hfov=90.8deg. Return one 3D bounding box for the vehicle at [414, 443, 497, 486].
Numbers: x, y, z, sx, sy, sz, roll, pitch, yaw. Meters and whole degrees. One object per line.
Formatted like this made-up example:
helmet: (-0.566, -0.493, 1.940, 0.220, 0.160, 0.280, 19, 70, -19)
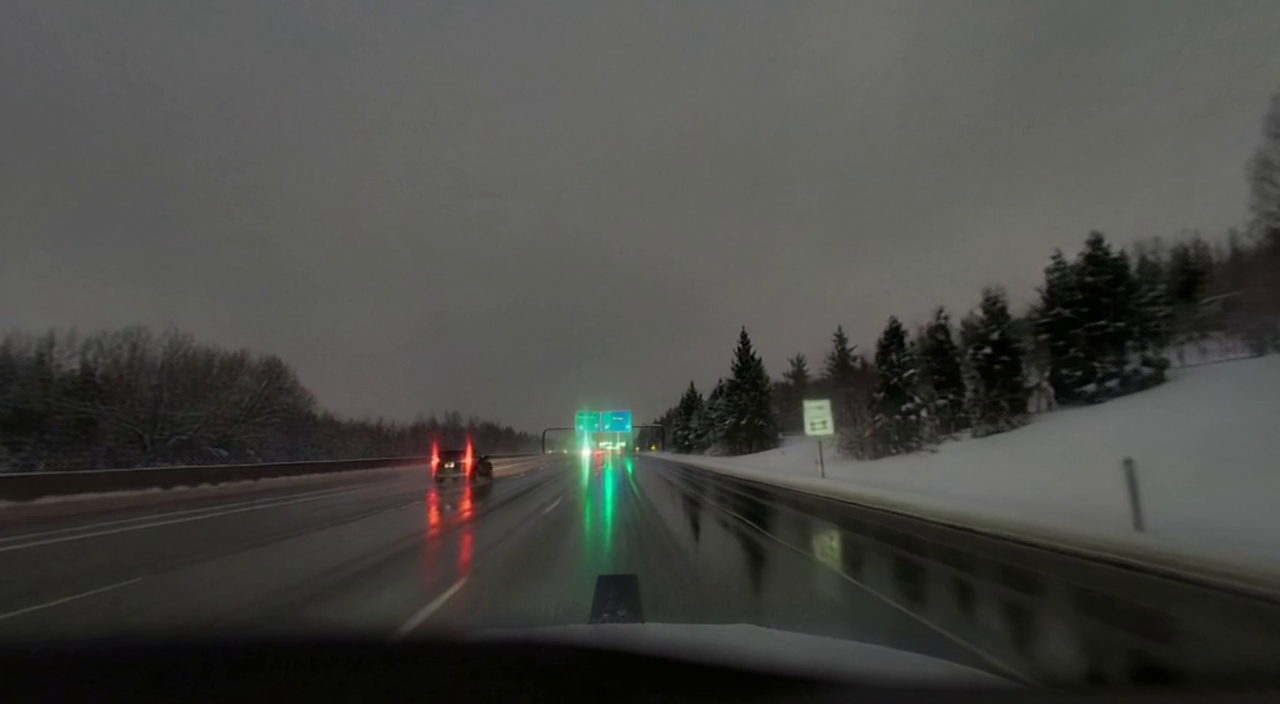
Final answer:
vehicle: (-7.384, 4.543, 25.724, 2.098, 1.606, 4.227, 0, -9, 0)
